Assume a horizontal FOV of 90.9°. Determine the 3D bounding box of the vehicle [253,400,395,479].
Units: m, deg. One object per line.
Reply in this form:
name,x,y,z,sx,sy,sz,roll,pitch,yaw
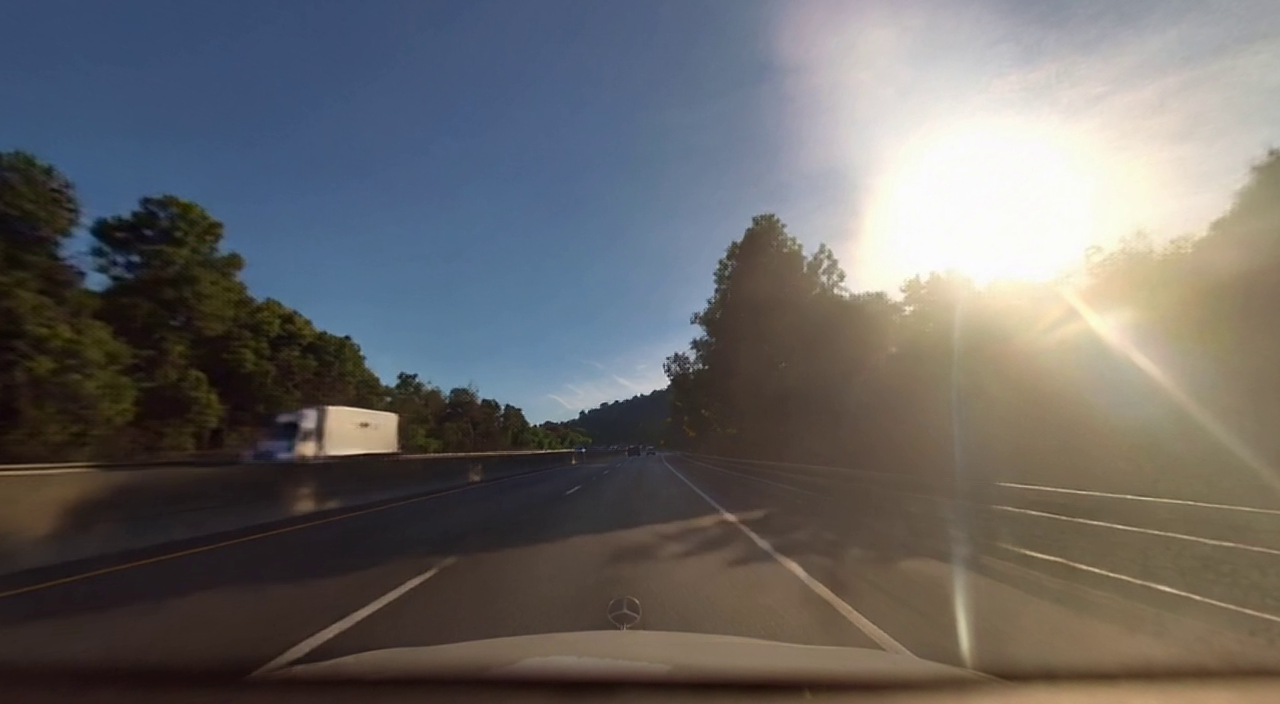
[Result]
vehicle,-16.014,4.606,32.890,2.932,3.574,8.159,0,-9,2
